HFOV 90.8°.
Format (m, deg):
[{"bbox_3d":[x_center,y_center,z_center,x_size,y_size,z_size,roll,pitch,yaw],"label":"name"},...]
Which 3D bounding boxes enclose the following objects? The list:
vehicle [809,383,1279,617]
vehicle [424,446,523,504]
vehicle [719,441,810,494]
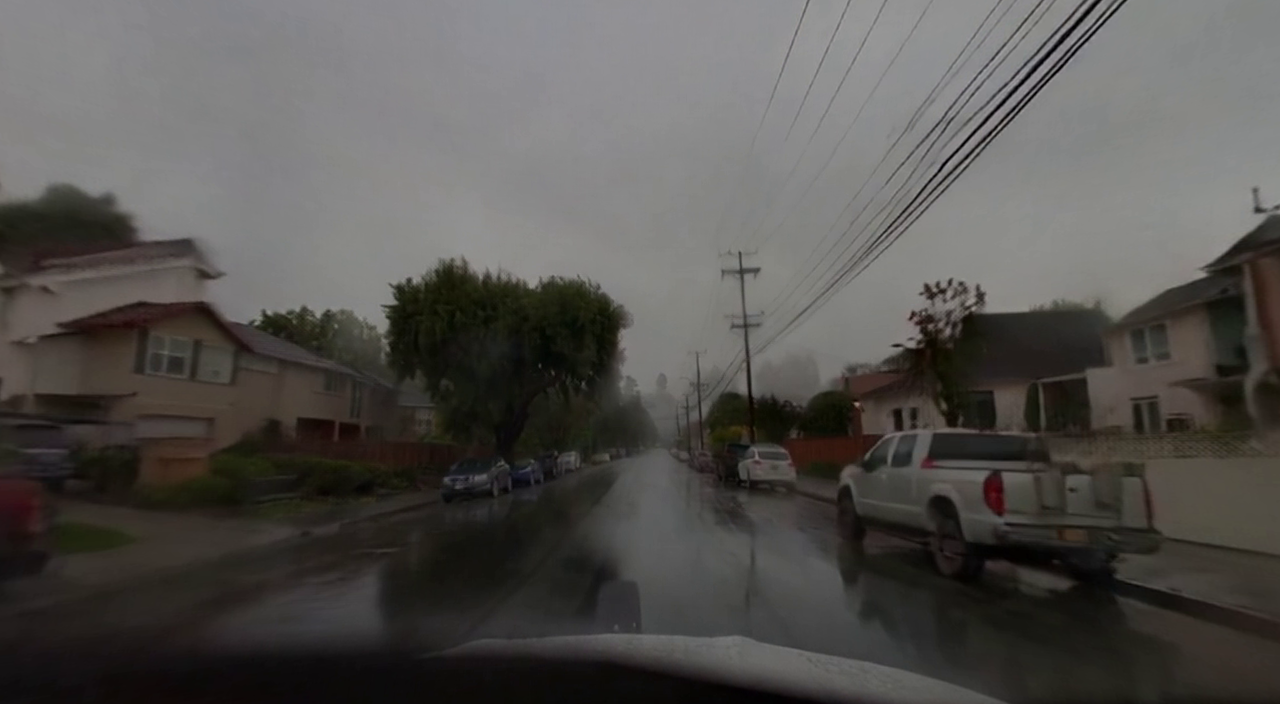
[{"bbox_3d":[4.421,1.746,8.574,2.547,2.075,5.693,0,-9,-1],"label":"vehicle"},{"bbox_3d":[-5.215,3.892,20.474,1.971,1.648,4.638,0,-9,0],"label":"vehicle"},{"bbox_3d":[4.896,4.663,26.028,2.462,1.894,6.076,0,-9,0],"label":"vehicle"}]
